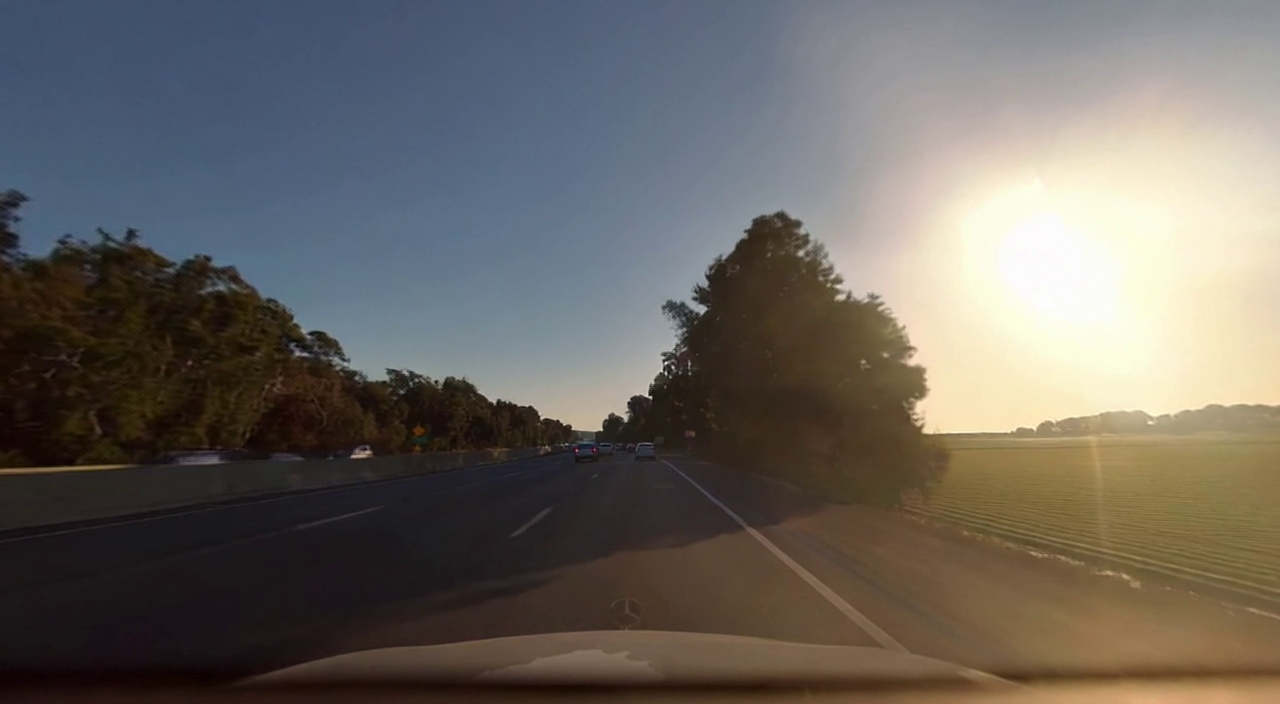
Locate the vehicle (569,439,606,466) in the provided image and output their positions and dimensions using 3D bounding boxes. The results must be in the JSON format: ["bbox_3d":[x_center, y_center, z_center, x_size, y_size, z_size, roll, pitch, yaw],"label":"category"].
[{"bbox_3d":[-3.384,6.558,41.440,2.028,1.634,4.441,-1,-8,1],"label":"vehicle"}]

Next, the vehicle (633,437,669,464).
[{"bbox_3d":[0.720,6.648,42.895,2.259,1.697,4.106,0,-8,0],"label":"vehicle"}]
